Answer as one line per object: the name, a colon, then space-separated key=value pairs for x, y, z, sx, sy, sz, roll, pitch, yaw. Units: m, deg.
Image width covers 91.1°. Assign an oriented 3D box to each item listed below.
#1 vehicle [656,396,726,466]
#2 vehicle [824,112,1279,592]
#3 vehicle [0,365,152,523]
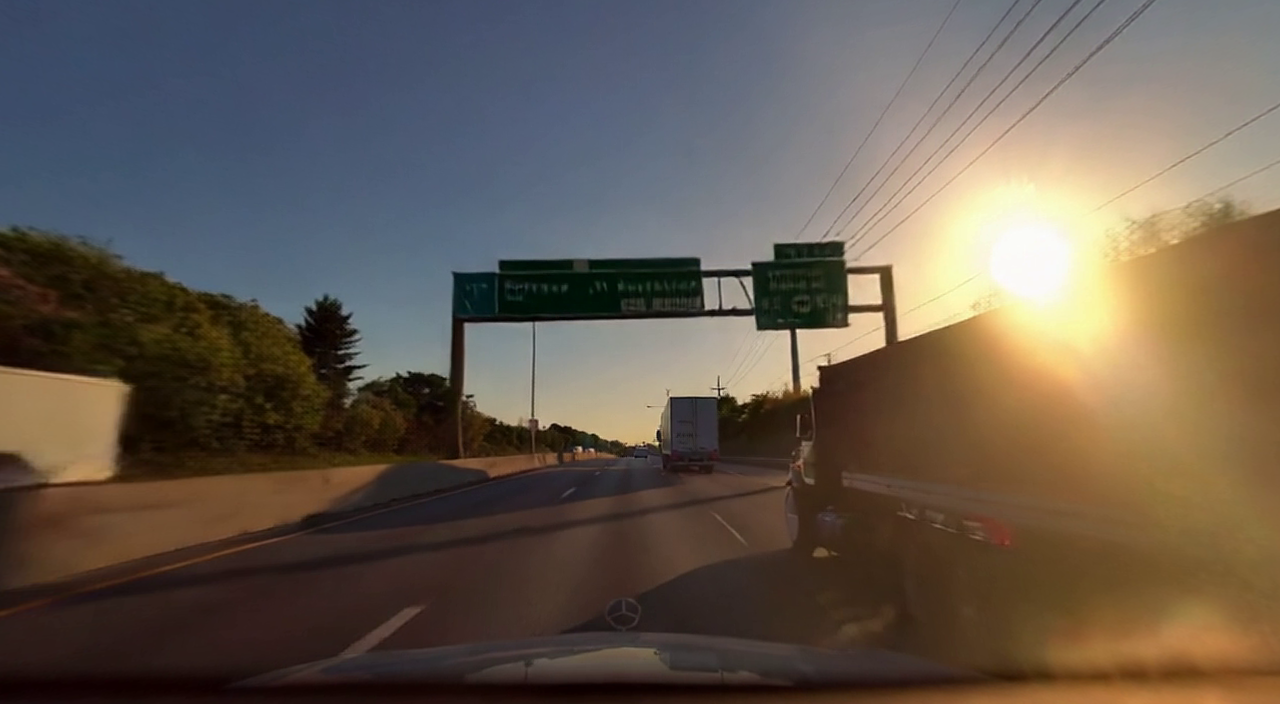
vehicle: x=3.180 y=5.861 z=45.203 sx=3.202 sy=4.046 sz=17.146 roll=0 pitch=-9 yaw=-1
vehicle: x=7.246 y=0.638 z=9.744 sx=3.400 sy=4.134 sz=17.388 roll=0 pitch=-9 yaw=-1
vehicle: x=-19.303 y=2.150 z=14.714 sx=2.863 sy=4.358 sz=16.366 roll=0 pitch=-9 yaw=-1
